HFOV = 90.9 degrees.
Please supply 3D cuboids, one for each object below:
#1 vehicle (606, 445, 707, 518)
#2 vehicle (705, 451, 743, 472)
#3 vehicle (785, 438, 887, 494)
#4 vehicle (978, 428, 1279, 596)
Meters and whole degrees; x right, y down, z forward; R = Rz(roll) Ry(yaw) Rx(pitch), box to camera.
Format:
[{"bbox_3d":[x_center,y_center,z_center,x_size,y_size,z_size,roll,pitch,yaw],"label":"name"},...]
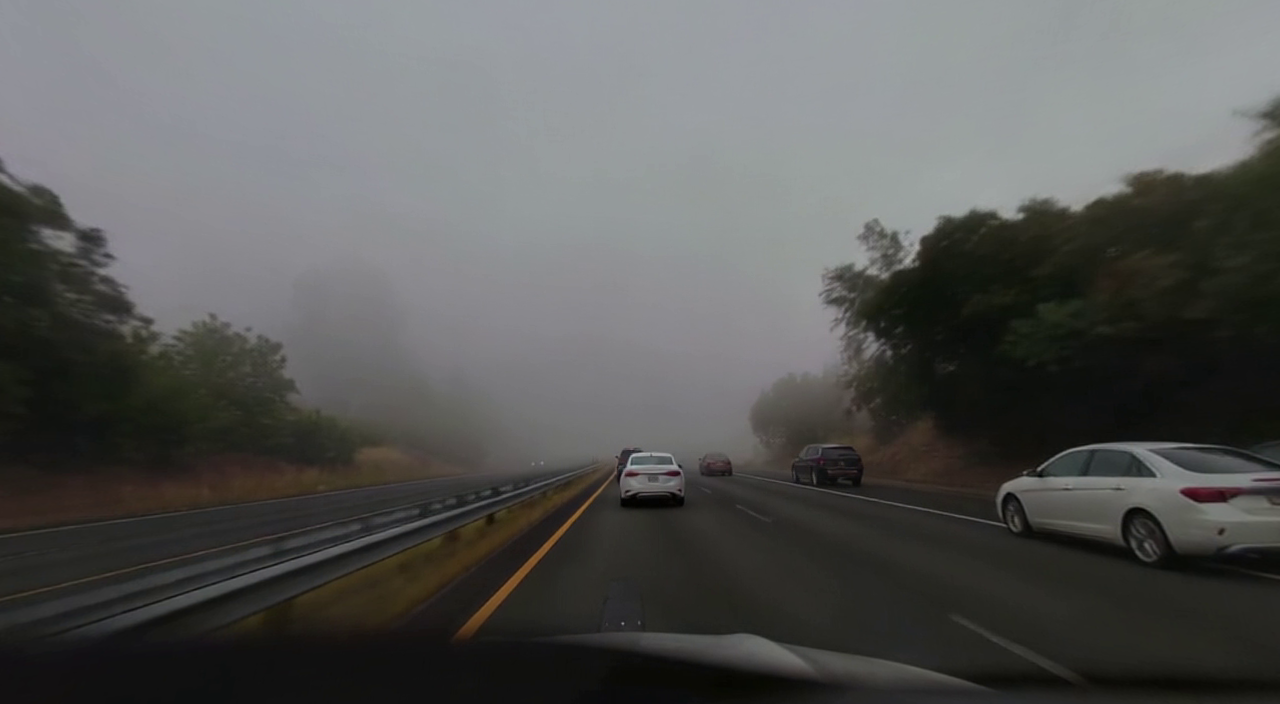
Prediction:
[{"bbox_3d":[0.306,2.994,15.021,2.076,1.485,3.774,0,-9,-1],"label":"vehicle"},{"bbox_3d":[5.979,7.811,45.059,1.921,1.451,3.841,0,-9,-4],"label":"vehicle"},{"bbox_3d":[6.514,3.834,21.490,1.980,1.702,4.235,0,-9,-2],"label":"vehicle"},{"bbox_3d":[6.301,1.755,7.746,1.965,1.484,4.090,0,-9,0],"label":"vehicle"}]
